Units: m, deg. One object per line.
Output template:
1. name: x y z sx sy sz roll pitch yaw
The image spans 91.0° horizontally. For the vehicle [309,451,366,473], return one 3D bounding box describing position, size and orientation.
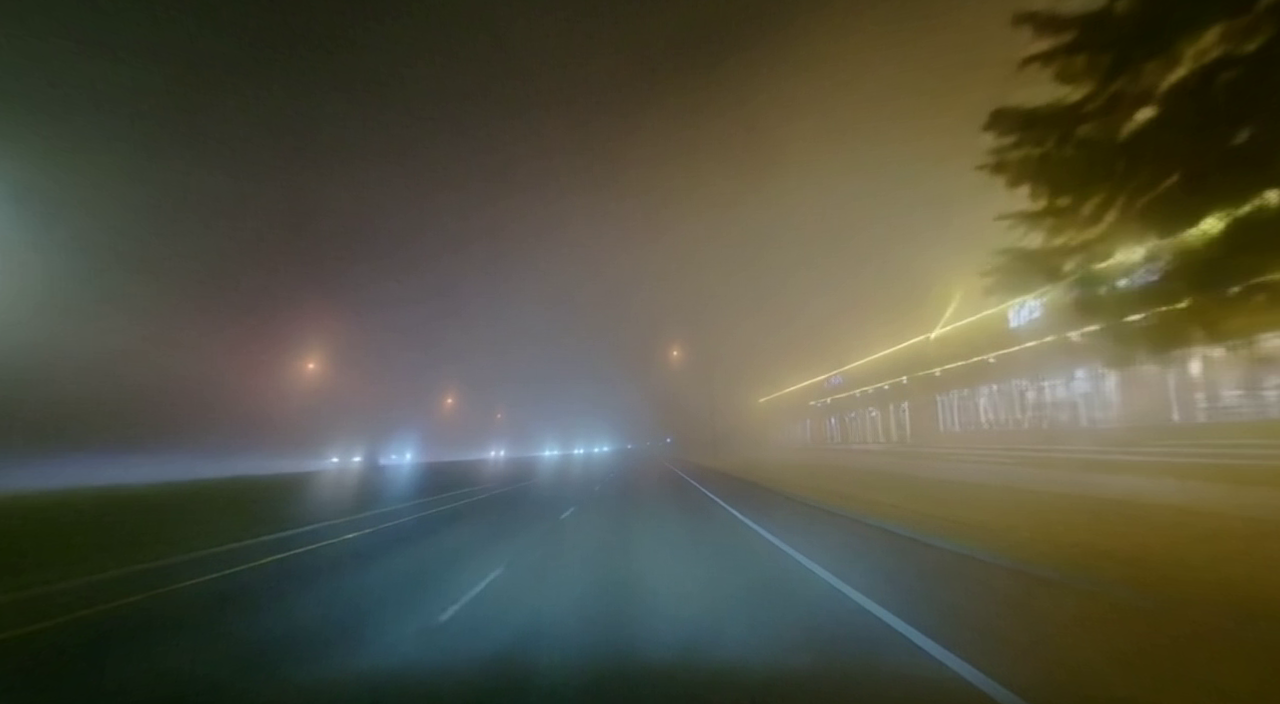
1. vehicle: -20.573 7.476 43.014 1.871 1.460 4.134 0 -9 0
